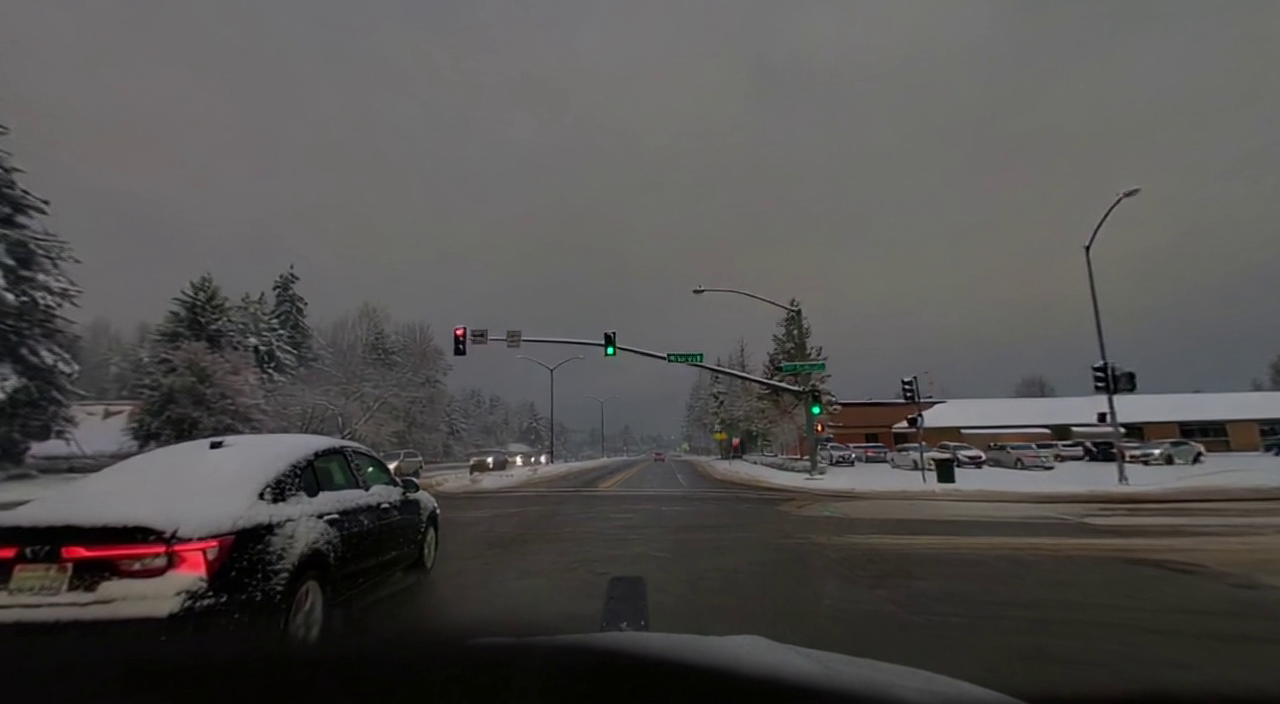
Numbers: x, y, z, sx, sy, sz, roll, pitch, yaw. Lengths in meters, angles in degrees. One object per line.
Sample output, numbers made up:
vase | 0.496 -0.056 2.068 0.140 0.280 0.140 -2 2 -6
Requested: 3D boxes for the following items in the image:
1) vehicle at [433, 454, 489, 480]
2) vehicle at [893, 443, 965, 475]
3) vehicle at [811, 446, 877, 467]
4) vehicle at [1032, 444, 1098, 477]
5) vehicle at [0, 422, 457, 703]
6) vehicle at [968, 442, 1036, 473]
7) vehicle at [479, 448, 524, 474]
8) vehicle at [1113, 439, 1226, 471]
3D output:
vehicle | -11.221 7.214 39.836 2.001 1.458 4.278 -1 -8 4
vehicle | 15.526 5.714 33.739 2.060 1.445 4.712 -10 -11 41
vehicle | 16.047 8.214 49.672 4.594 1.577 1.789 -5 -10 30
vehicle | 20.032 5.050 29.612 1.930 1.410 4.313 -7 -11 40
vehicle | -3.098 1.377 4.887 1.924 1.482 4.734 0 -8 0
vehicle | 17.957 5.168 31.191 1.945 1.434 4.293 -8 -11 42
vehicle | -10.767 8.483 49.275 2.120 1.833 4.650 -1 -8 4
vehicle | 27.536 5.318 32.824 4.678 1.558 1.883 1 -9 -12
